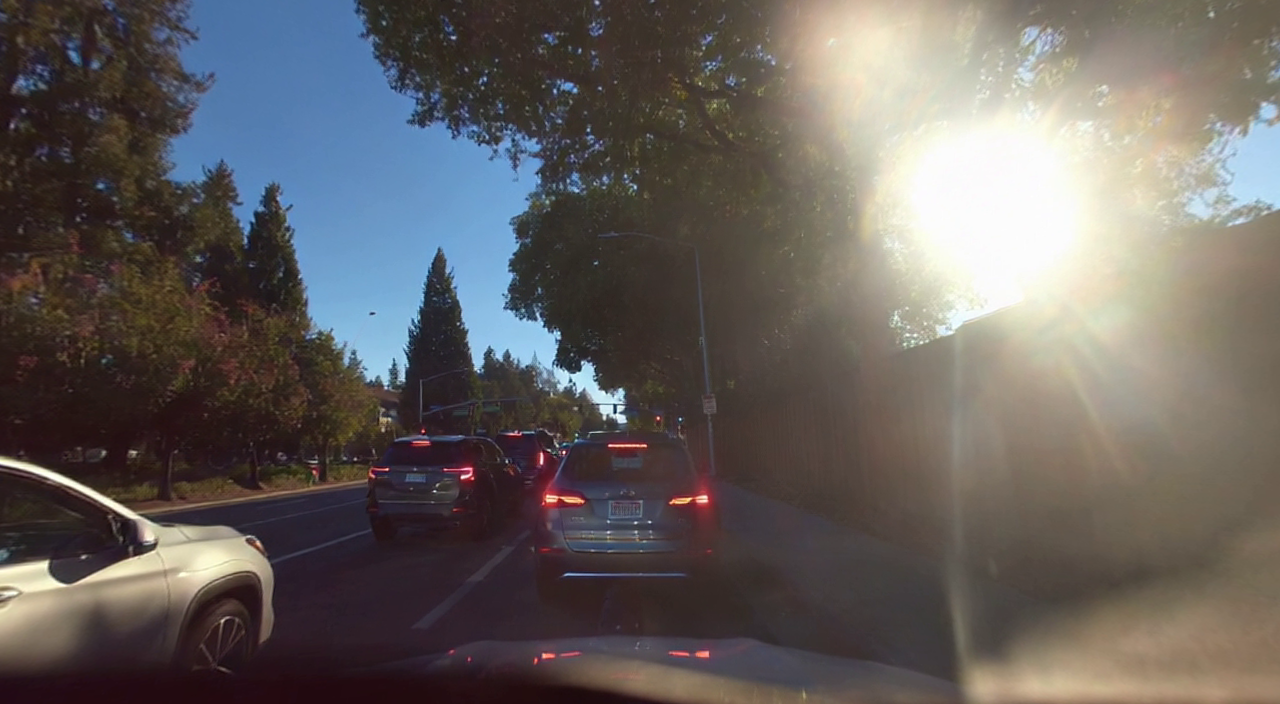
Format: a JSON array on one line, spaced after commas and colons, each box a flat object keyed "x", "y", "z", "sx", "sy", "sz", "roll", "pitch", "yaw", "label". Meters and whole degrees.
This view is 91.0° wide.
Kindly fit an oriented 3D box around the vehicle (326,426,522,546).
[{"x": -3.222, "y": 2.063, "z": 10.267, "sx": 1.850, "sy": 1.582, "sz": 3.688, "roll": 0, "pitch": -8, "yaw": 0, "label": "vehicle"}]

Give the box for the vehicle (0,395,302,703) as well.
[{"x": -3.122, "y": 0.837, "z": 1.582, "sx": 1.980, "sy": 1.520, "sz": 4.636, "roll": 0, "pitch": -8, "yaw": 0, "label": "vehicle"}]

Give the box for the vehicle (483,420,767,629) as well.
[{"x": -0.136, "y": 1.511, "z": 6.450, "sx": 1.995, "sy": 1.460, "sz": 3.865, "roll": 0, "pitch": -8, "yaw": -1, "label": "vehicle"}]
